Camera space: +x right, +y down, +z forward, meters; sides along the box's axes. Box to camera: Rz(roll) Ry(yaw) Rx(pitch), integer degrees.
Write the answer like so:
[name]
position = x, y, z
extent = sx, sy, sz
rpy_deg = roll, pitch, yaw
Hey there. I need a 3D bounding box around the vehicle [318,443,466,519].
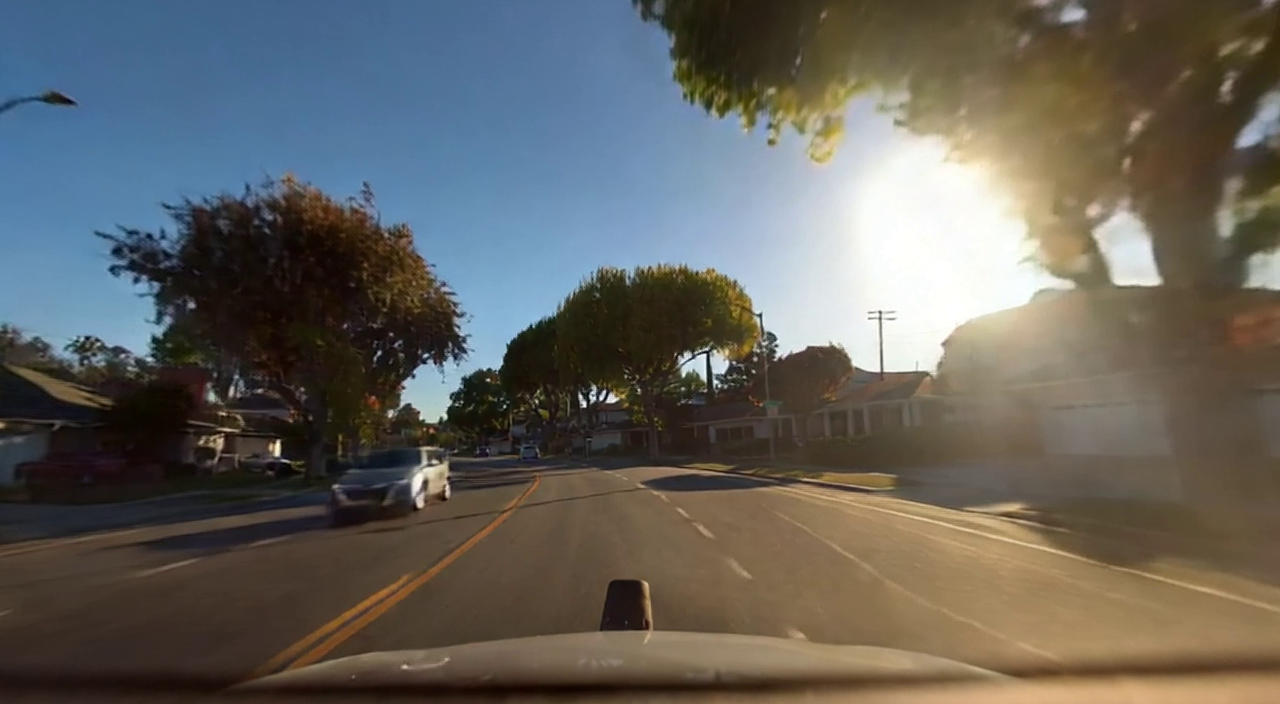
[vehicle]
position = -5.506, 2.873, 14.666
extent = 2.043, 1.470, 4.338
rpy_deg = 1, -8, -6
